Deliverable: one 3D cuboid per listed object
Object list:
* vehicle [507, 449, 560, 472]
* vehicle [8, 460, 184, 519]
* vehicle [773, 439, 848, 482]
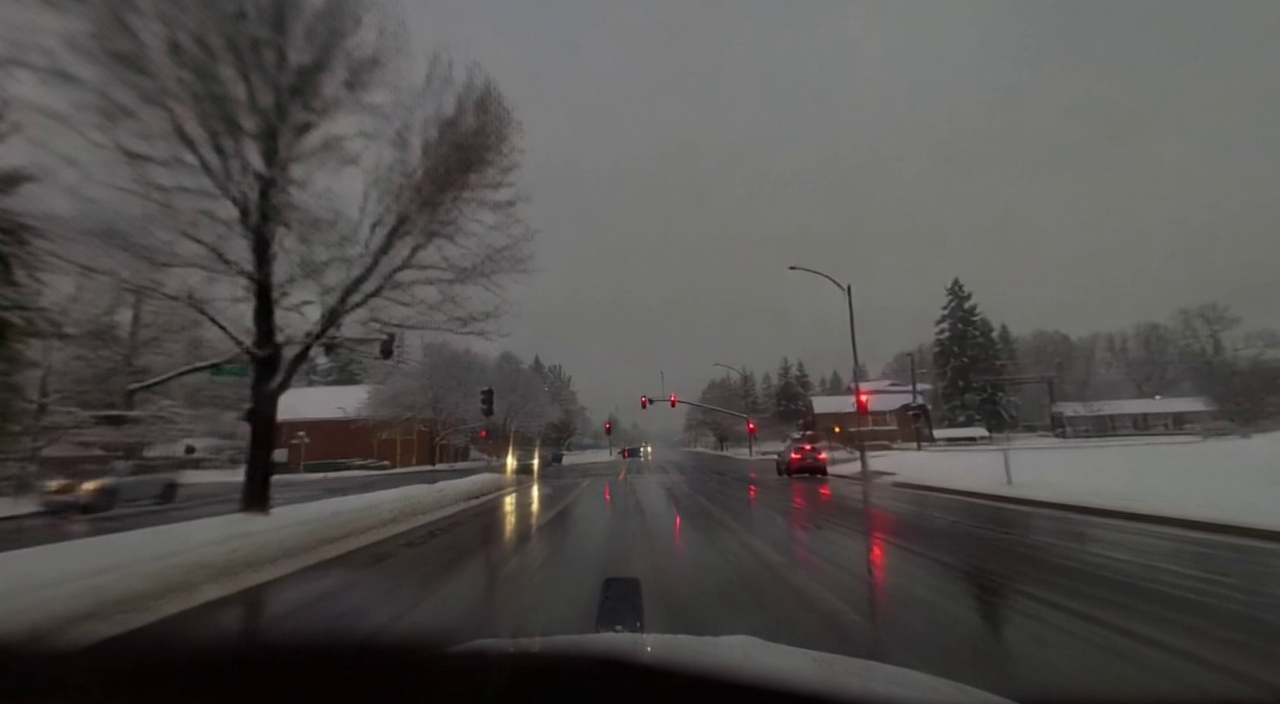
[{"bbox_3d":[-7.213,7.264,42.534,2.065,1.477,4.519,4,-10,-29],"label":"vehicle"},{"bbox_3d":[-17.708,4.447,20.904,1.895,1.644,4.160,-1,-9,4],"label":"vehicle"},{"bbox_3d":[7.309,4.685,27.590,2.011,1.710,4.357,0,-9,0],"label":"vehicle"}]
